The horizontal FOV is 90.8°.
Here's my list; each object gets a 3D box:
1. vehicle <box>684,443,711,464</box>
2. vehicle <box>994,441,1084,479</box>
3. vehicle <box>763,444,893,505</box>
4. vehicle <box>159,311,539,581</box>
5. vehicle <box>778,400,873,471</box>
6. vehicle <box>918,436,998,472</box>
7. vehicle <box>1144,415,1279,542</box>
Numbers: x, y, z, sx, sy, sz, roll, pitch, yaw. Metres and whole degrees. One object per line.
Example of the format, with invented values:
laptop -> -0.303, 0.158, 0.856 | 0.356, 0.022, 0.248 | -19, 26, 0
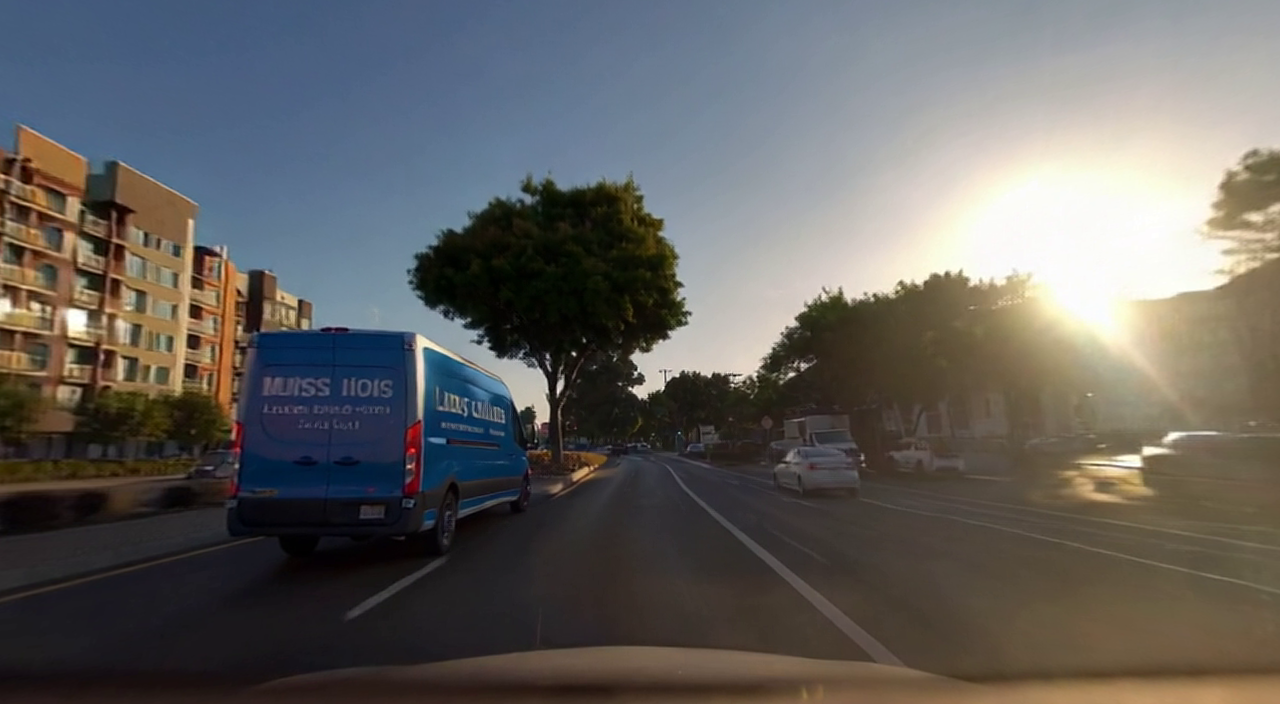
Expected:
vehicle -> 4.392, 7.812, 48.678 | 1.878, 1.534, 4.120 | -1, -8, 3
vehicle -> 16.528, 4.404, 26.059 | 4.307, 1.438, 1.923 | 8, -12, -42
vehicle -> 4.987, 3.296, 17.650 | 2.127, 1.439, 5.034 | 0, -8, 1
vehicle -> -3.788, 1.556, 10.799 | 2.763, 2.974, 7.562 | 0, -8, 1
vehicle -> 9.401, 4.410, 33.045 | 2.882, 3.208, 7.609 | -1, -8, 2
vehicle -> 16.588, 5.254, 32.871 | 4.698, 1.726, 2.046 | 7, -11, -41
vehicle -> 9.245, 1.646, 8.259 | 1.814, 1.646, 4.133 | 0, -8, -1
